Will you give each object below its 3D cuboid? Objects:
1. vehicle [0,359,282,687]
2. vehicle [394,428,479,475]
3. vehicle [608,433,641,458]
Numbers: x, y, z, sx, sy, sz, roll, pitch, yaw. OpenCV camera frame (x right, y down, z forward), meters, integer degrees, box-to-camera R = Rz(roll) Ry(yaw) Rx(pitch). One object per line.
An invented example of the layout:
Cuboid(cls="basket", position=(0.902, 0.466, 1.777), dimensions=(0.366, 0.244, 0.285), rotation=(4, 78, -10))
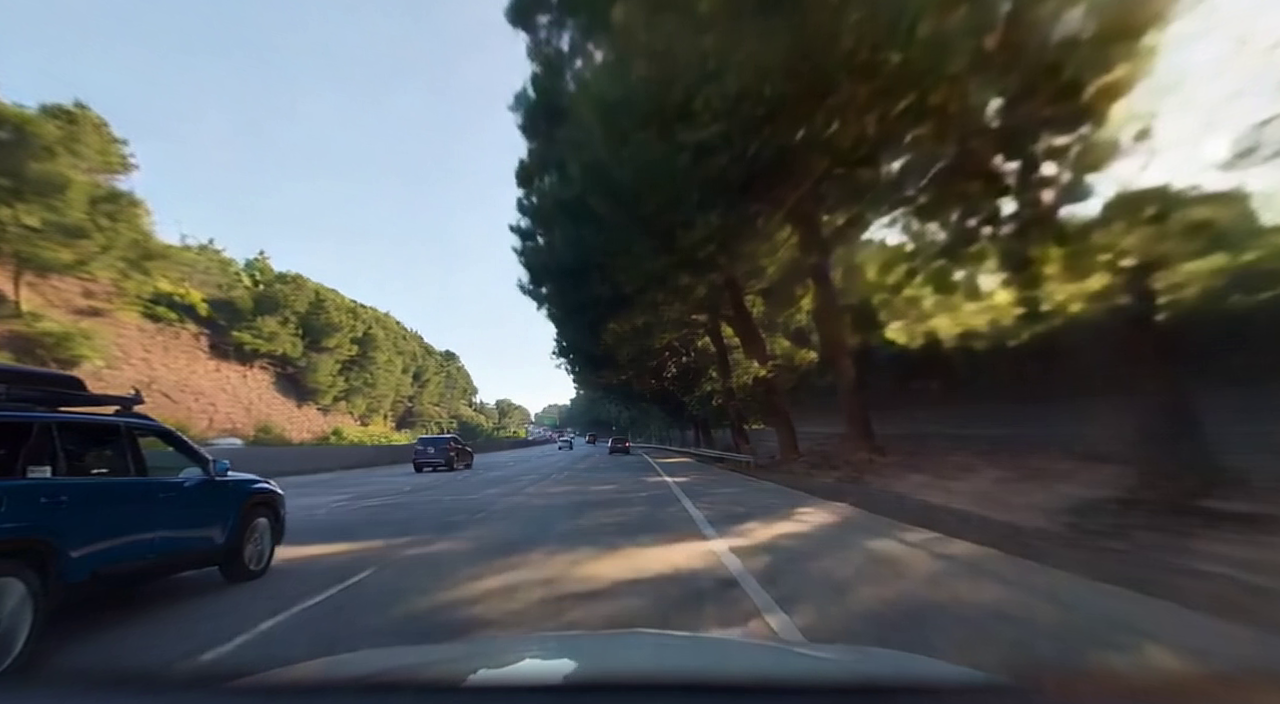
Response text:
Cuboid(cls="vehicle", position=(-4.482, 0.964, 3.721), dimensions=(2.069, 1.748, 4.652), rotation=(0, -8, -1))
Cuboid(cls="vehicle", position=(-8.155, 4.018, 25.703), dimensions=(1.964, 1.745, 4.338), rotation=(0, -8, 0))
Cuboid(cls="vehicle", position=(-1.064, 6.543, 44.295), dimensions=(2.178, 1.658, 3.916), rotation=(0, -8, -1))
